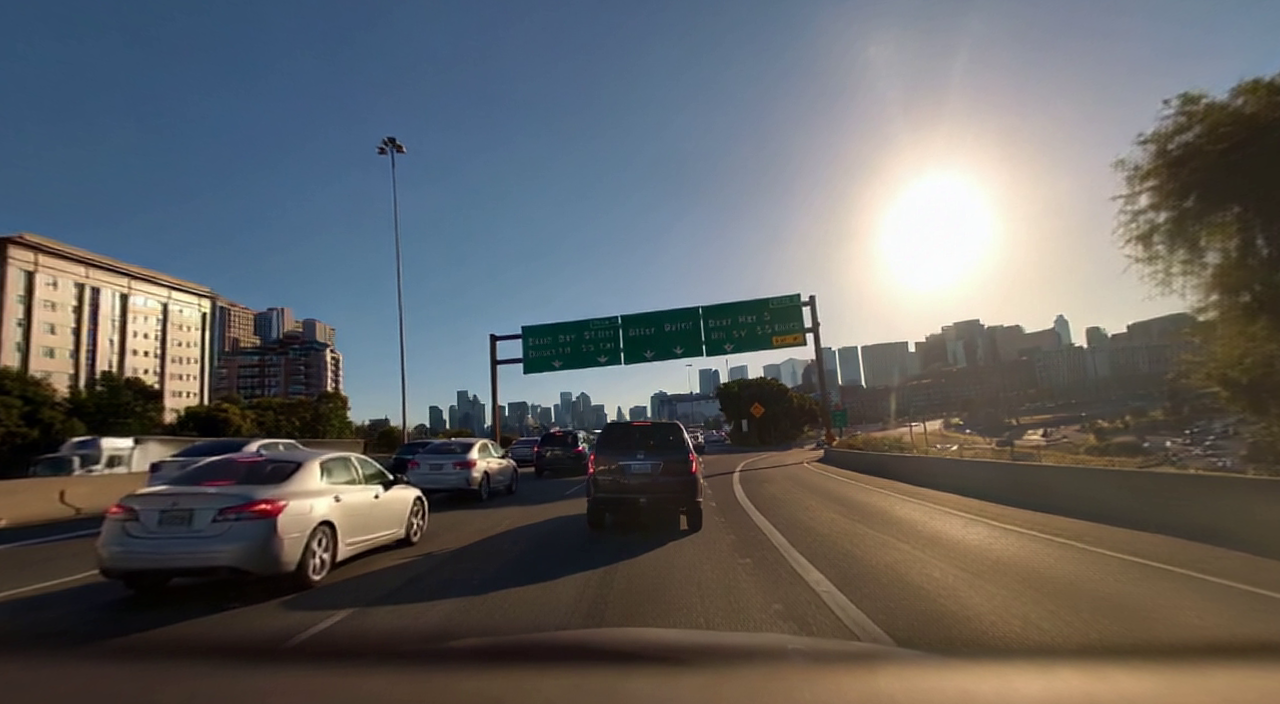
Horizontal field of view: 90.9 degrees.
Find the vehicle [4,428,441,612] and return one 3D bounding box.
[{"bbox_3d":[-4.101,1.690,7.330,2.087,1.481,4.225,0,-9,2],"label":"vehicle"}]

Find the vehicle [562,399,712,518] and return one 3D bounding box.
[{"bbox_3d":[0.027,2.305,14.060,2.616,2.063,5.933,0,-9,2],"label":"vehicle"}]

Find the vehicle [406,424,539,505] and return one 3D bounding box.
[{"bbox_3d":[-4.023,2.791,16.021,1.953,1.729,4.377,0,-9,3],"label":"vehicle"}]
